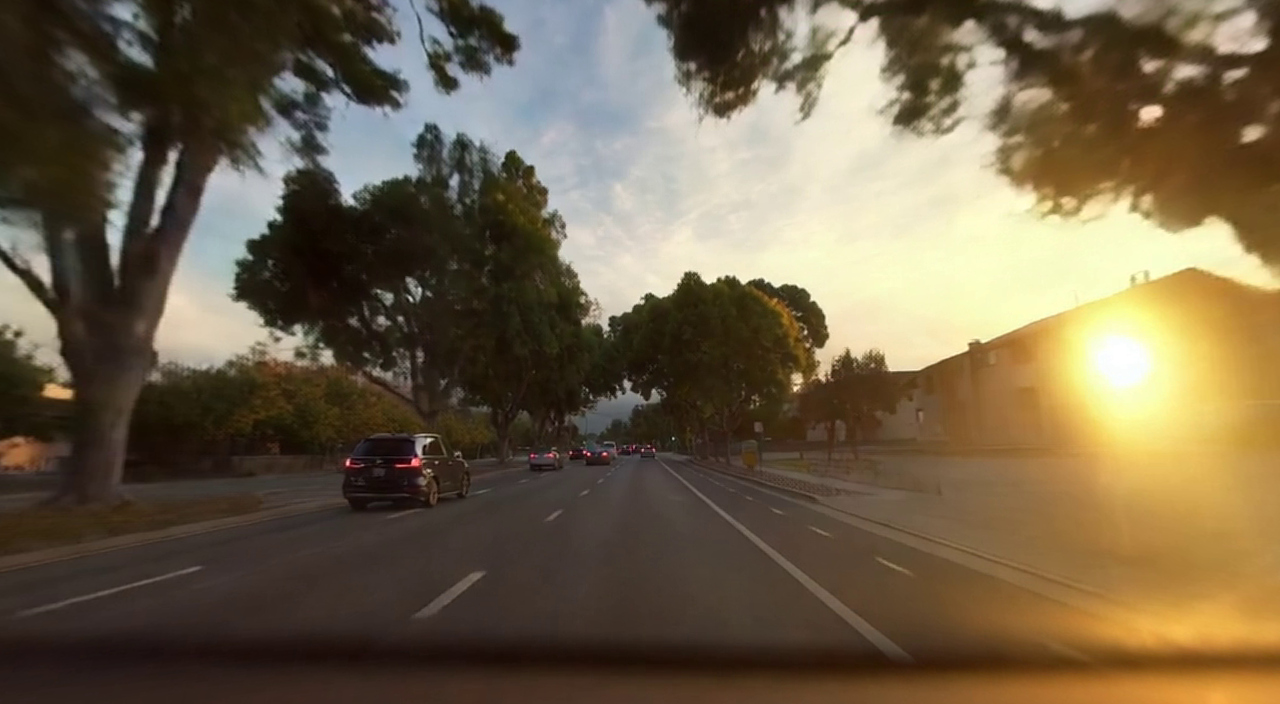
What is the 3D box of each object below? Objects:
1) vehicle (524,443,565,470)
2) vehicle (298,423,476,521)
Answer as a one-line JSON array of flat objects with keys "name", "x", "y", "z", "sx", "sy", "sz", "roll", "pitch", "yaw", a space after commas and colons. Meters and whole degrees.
[{"name": "vehicle", "x": -6.268, "y": 6.937, "z": 41.938, "sx": 1.985, "sy": 1.708, "sz": 4.310, "roll": 0, "pitch": -9, "yaw": 1}, {"name": "vehicle", "x": -5.187, "y": 2.521, "z": 13.712, "sx": 2.123, "sy": 1.761, "sz": 4.322, "roll": 0, "pitch": -9, "yaw": -1}]
